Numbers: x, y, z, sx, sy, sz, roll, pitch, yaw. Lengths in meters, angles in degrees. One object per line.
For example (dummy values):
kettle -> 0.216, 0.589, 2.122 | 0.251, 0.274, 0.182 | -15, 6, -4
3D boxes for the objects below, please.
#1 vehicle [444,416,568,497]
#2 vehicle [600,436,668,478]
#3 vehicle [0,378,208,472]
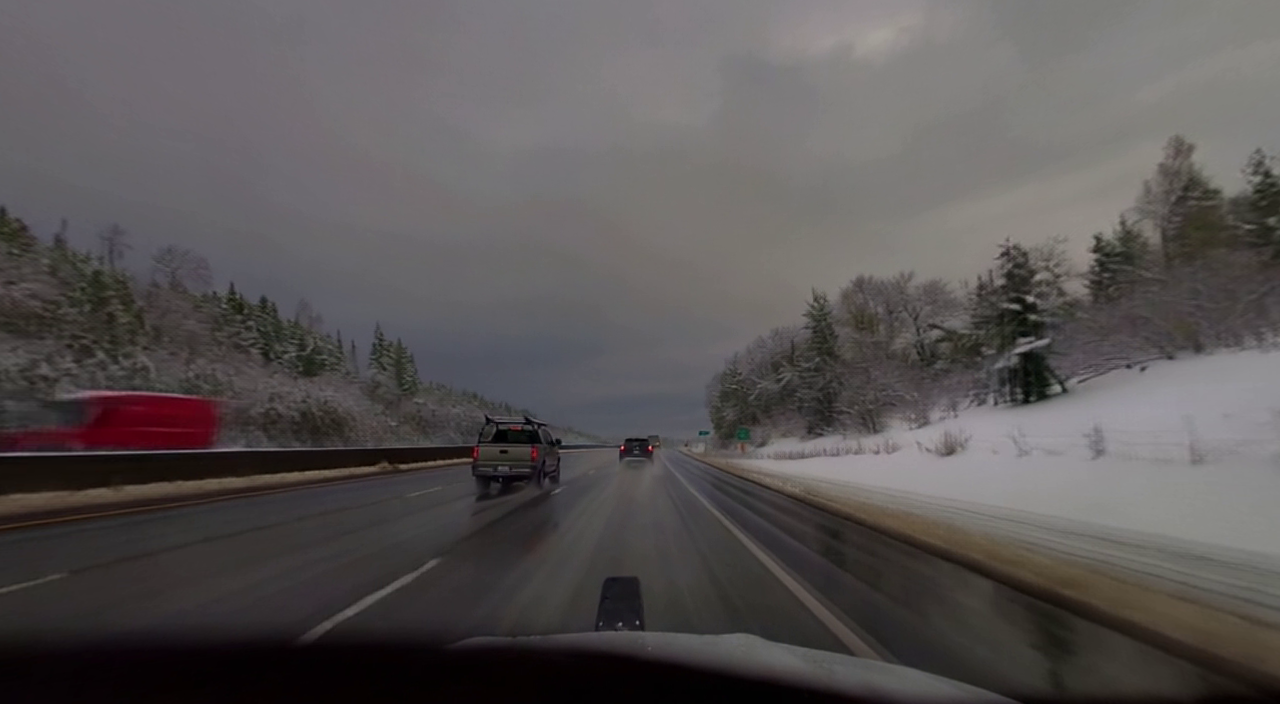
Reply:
vehicle -> -3.524, 2.897, 17.756 | 2.250, 1.947, 4.860 | 0, -9, 2
vehicle -> -0.181, 4.606, 27.942 | 2.715, 1.669, 5.163 | 0, -8, 1
vehicle -> -25.299, 3.597, 30.005 | 2.934, 3.838, 8.591 | 0, -9, 2
